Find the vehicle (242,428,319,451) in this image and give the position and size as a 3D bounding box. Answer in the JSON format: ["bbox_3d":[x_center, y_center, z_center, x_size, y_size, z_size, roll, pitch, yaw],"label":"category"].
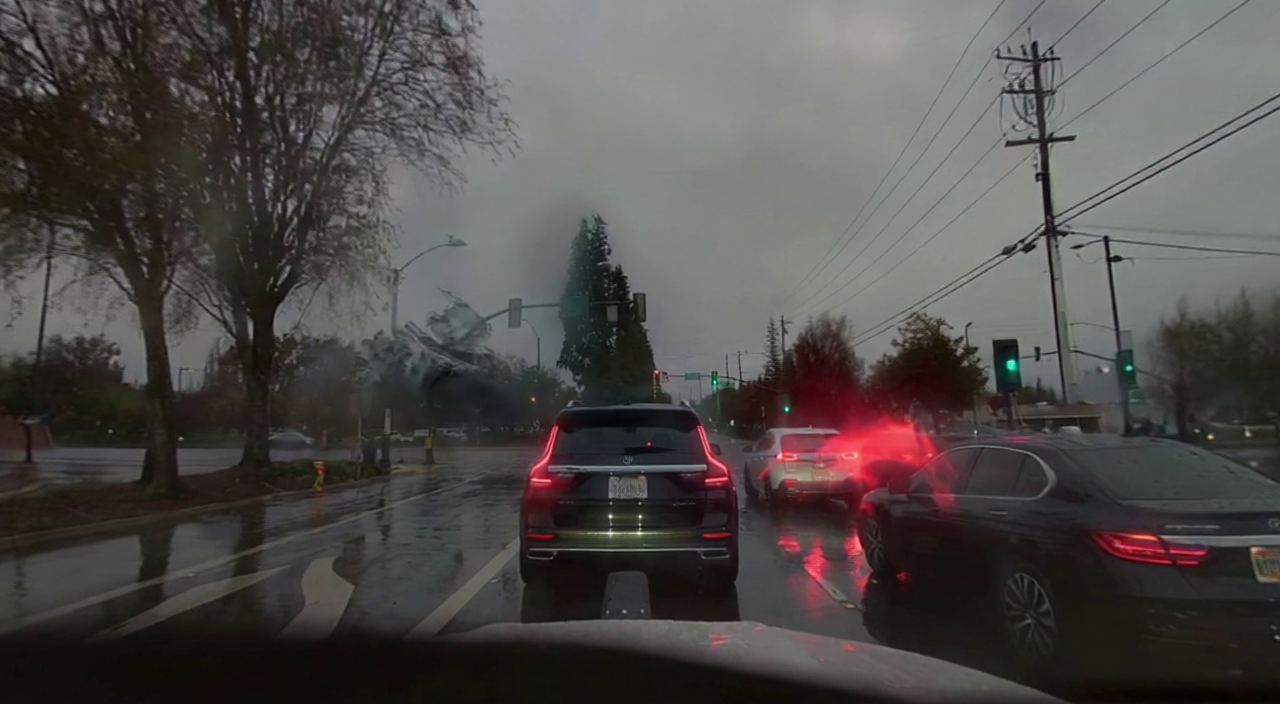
[{"bbox_3d":[-26.835,6.535,47.209,4.587,1.639,1.878,0,-8,1],"label":"vehicle"}]

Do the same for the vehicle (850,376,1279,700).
[{"bbox_3d":[3.552,1.287,5.559,1.948,1.677,4.437,0,-8,1],"label":"vehicle"}]

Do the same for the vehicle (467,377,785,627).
[{"bbox_3d":[-0.150,1.395,6.831,2.271,1.786,4.443,0,-8,-1],"label":"vehicle"}]

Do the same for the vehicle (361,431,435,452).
[{"bbox_3d":[-17.748,6.561,46.359,4.607,1.478,1.995,0,-8,0],"label":"vehicle"}]
